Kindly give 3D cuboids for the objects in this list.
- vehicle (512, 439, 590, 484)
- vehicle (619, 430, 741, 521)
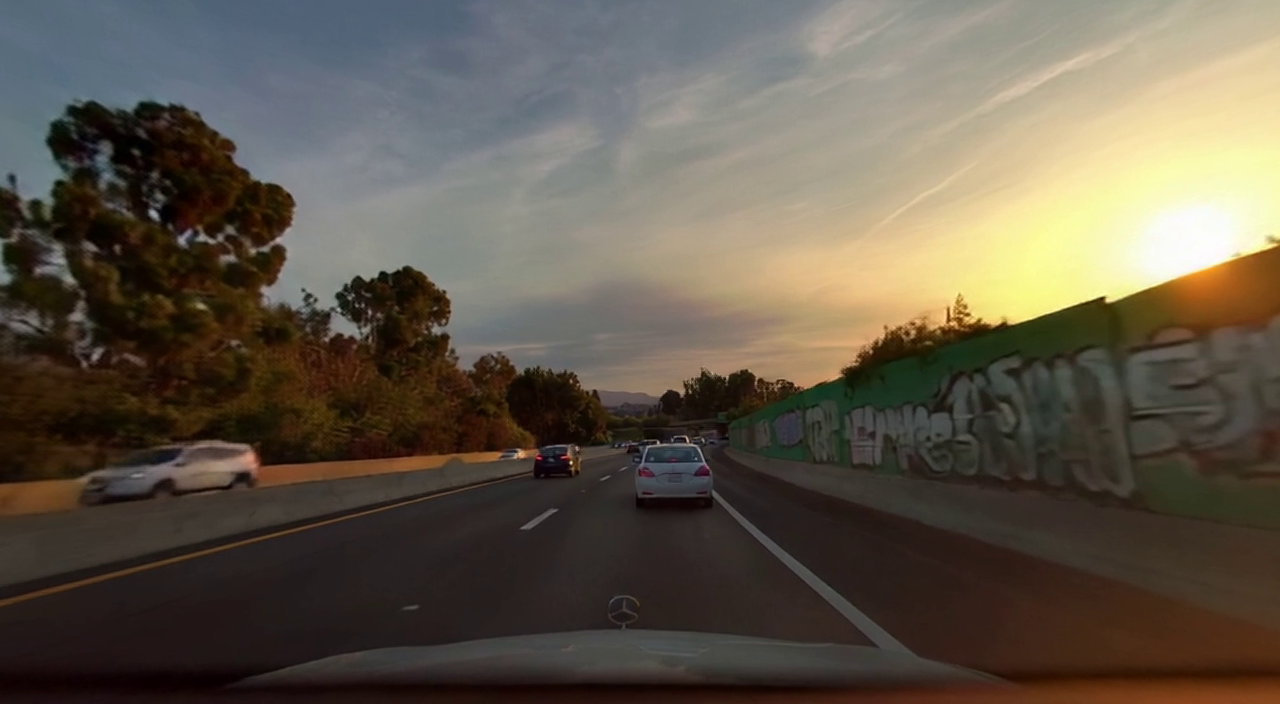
[{"bbox_3d":[-3.148,3.976,23.196,2.059,1.471,4.152,0,-8,3],"label":"vehicle"},{"bbox_3d":[0.743,2.388,12.747,2.077,1.533,3.854,0,-8,2],"label":"vehicle"}]
